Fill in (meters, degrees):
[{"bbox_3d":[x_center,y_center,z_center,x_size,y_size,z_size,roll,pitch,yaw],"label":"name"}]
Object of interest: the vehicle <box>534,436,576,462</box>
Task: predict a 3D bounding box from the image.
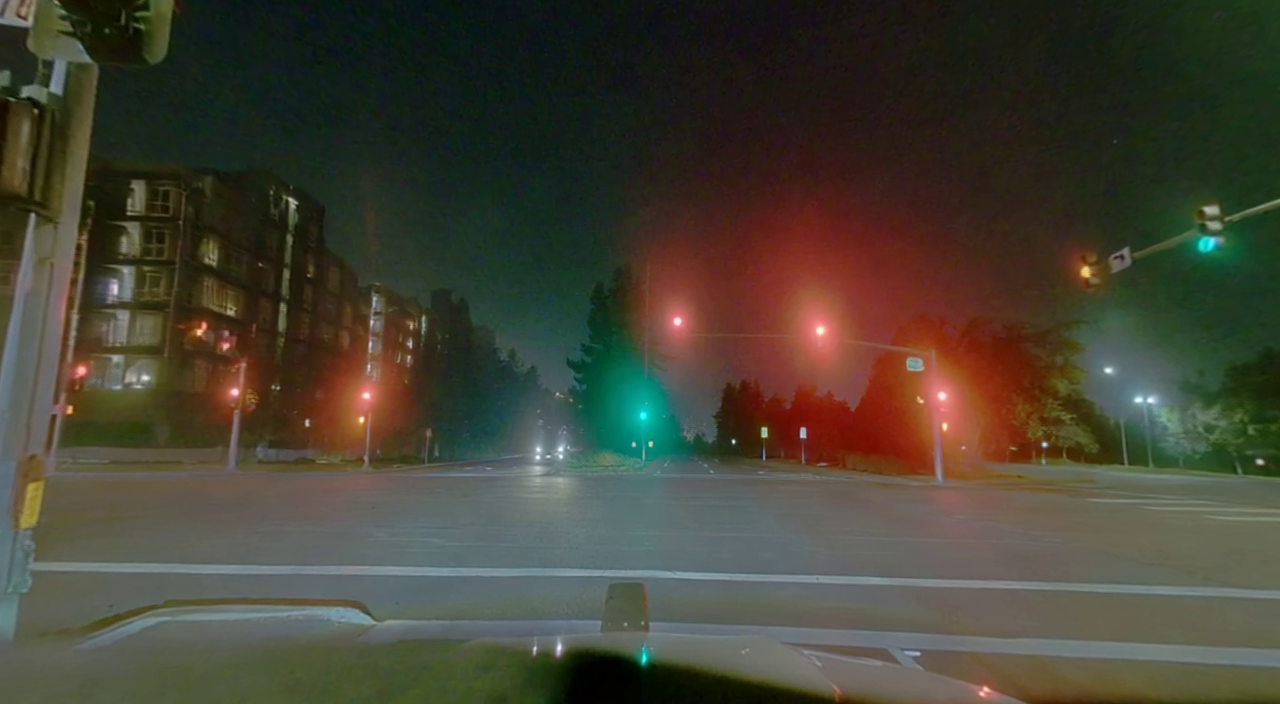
[{"bbox_3d":[-6.040,7.018,45.706,2.234,1.796,5.416,0,-8,1],"label":"vehicle"}]
